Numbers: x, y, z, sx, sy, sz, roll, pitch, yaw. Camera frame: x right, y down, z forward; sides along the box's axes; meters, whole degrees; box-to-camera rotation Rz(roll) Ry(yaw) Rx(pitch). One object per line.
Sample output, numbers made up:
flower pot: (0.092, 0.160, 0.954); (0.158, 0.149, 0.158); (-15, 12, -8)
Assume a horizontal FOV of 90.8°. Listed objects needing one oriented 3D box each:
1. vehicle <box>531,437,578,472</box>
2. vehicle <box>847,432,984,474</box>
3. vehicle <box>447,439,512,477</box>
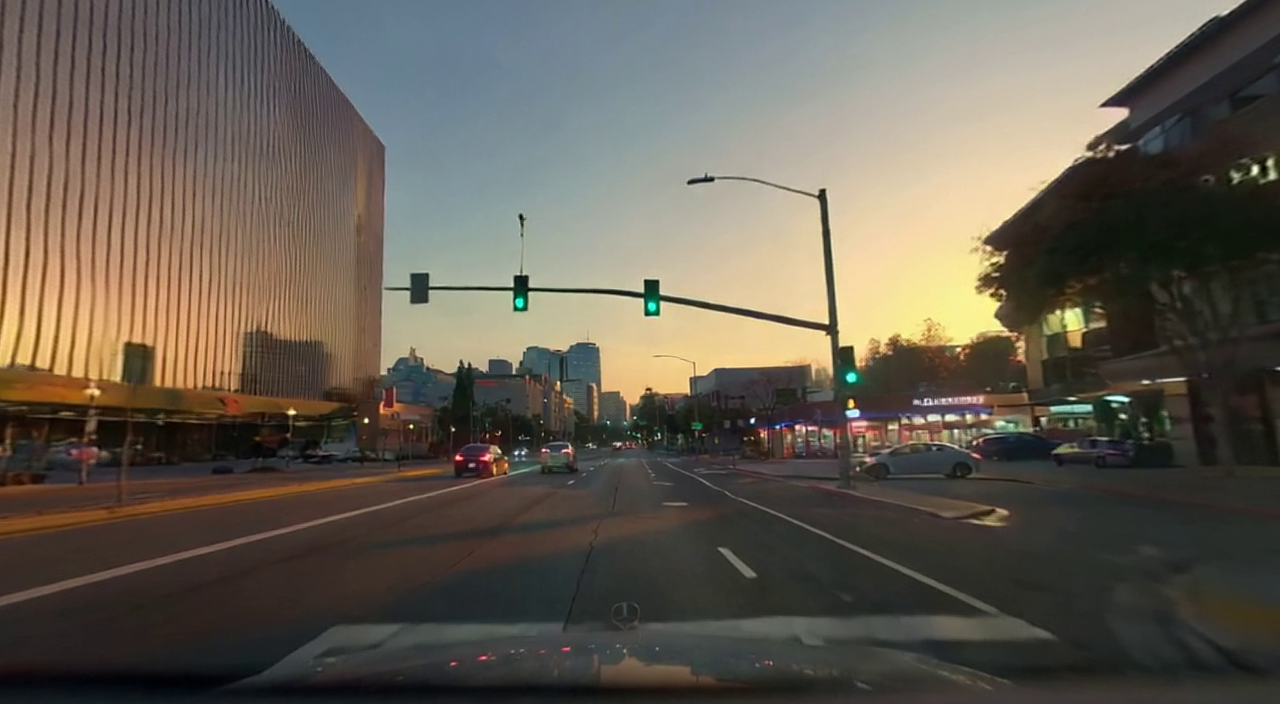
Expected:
vehicle: (-4.574, 5.572, 34.470); (2.052, 1.729, 4.195); (0, -8, -1)
vehicle: (10.759, 4.006, 24.989); (4.513, 1.541, 1.948); (-1, -9, 5)
vehicle: (-7.467, 4.966, 29.833); (1.909, 1.605, 4.561); (0, -8, -1)
